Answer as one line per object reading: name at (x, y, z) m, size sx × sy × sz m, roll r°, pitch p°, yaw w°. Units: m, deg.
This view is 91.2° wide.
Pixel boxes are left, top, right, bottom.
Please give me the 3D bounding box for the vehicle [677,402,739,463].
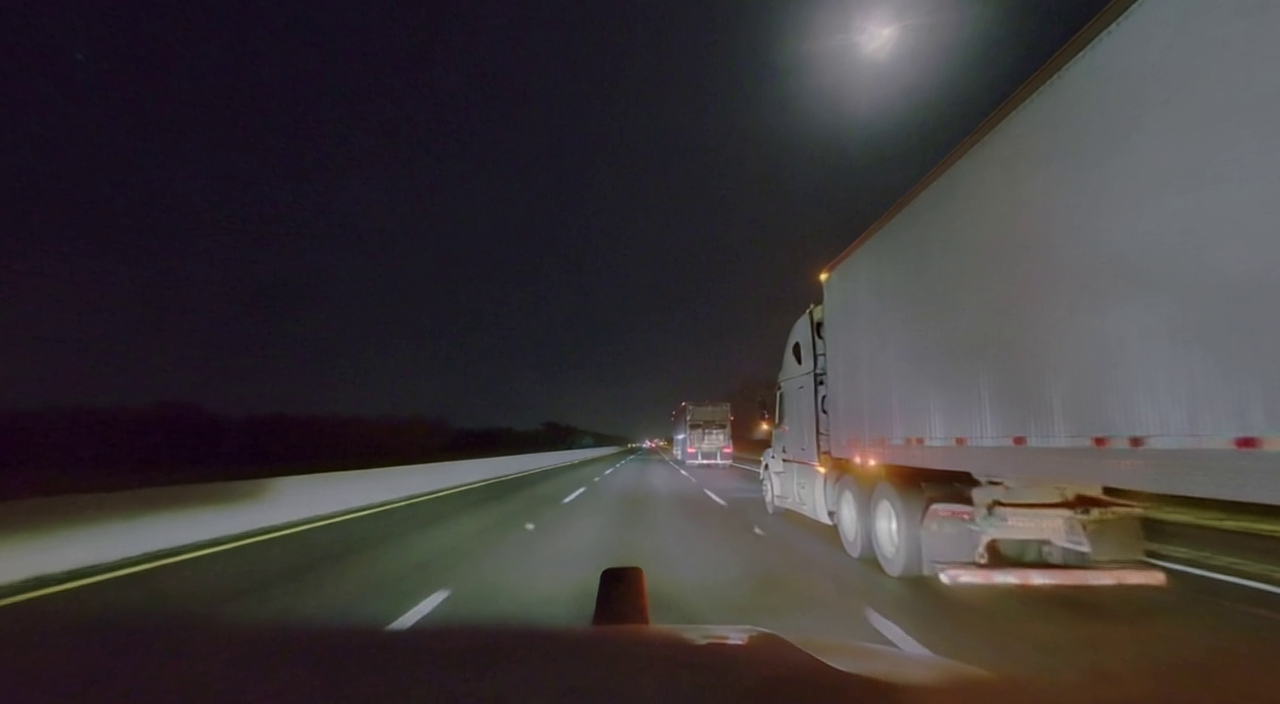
vehicle at (4.868, 6.325, 48.393) m, size 3.485 × 3.975 × 14.489 m, roll 0°, pitch -8°, yaw 1°
